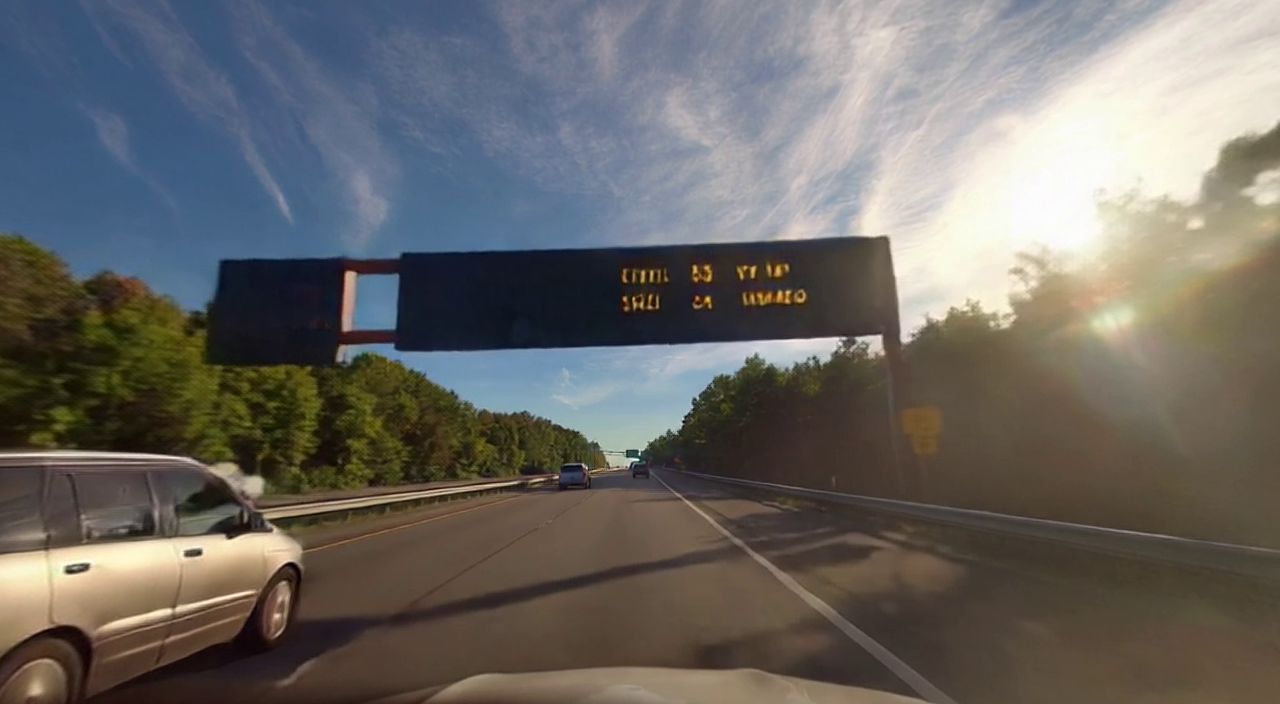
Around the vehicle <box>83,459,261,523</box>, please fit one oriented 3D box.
[{"bbox_3d":[-13.935,4.150,19.177,2.021,1.674,4.329,1,-10,0],"label":"vehicle"}]

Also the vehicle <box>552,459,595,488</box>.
[{"bbox_3d":[-3.931,7.282,37.857,2.081,1.586,4.245,0,-10,0],"label":"vehicle"}]
